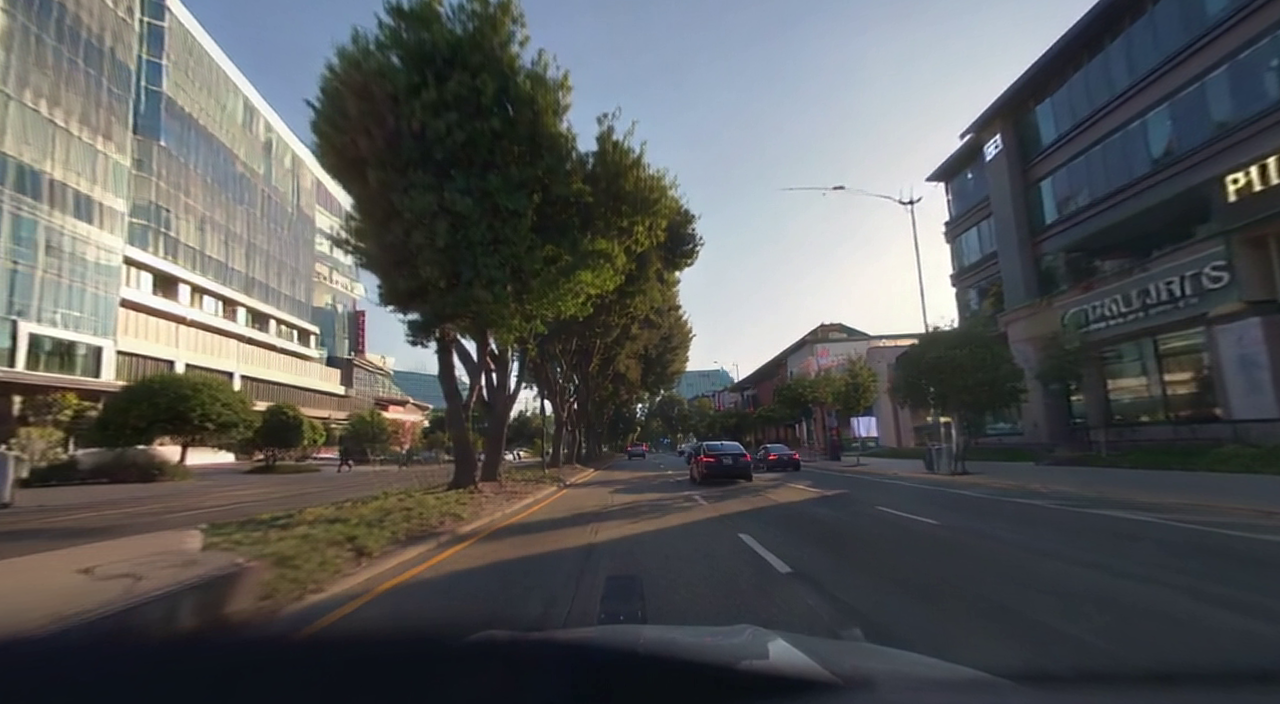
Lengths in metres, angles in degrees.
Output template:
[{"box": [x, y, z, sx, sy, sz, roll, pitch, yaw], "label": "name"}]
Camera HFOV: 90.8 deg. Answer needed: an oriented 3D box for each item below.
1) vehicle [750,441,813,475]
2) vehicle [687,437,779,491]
[{"box": [6.363, 4.826, 28.979, 1.912, 1.411, 4.380, 0, -9, 0], "label": "vehicle"}, {"box": [2.746, 3.458, 19.833, 2.131, 1.491, 4.496, 0, -9, -1], "label": "vehicle"}]
